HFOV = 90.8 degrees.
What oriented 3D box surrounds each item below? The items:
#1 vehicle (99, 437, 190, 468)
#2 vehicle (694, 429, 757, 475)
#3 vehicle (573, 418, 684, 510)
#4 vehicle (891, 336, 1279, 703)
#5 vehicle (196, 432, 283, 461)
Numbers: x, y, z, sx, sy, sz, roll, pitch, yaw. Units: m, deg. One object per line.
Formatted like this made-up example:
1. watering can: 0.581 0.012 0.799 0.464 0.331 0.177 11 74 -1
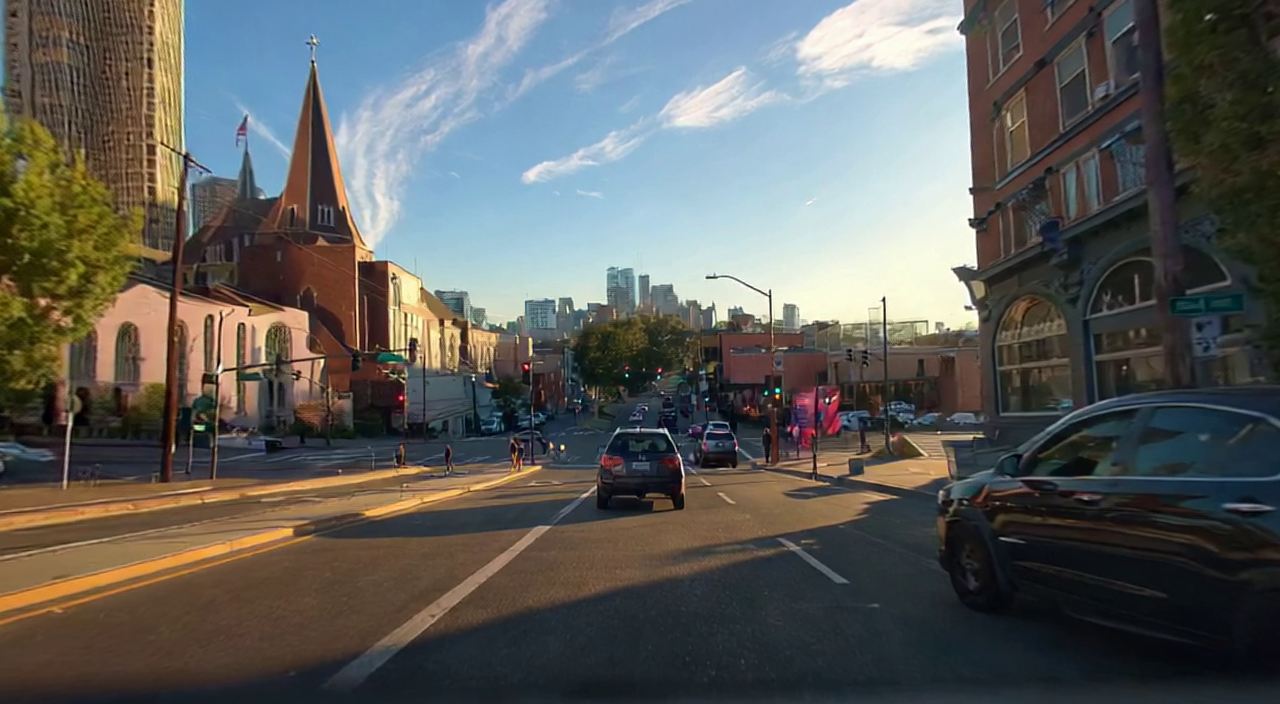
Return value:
1. vehicle: -33.902 6.873 43.279 4.551 1.784 2.121 0 0 -1
2. vehicle: 3.907 4.693 29.963 2.228 1.922 5.335 1 -8 0
3. vehicle: -0.141 2.491 14.477 2.168 1.776 4.135 0 -8 2
4. vehicle: 3.650 1.039 4.122 2.080 1.735 4.650 0 -8 0
5. vehicle: -29.521 6.940 46.659 4.955 1.828 2.268 -1 -3 -2
